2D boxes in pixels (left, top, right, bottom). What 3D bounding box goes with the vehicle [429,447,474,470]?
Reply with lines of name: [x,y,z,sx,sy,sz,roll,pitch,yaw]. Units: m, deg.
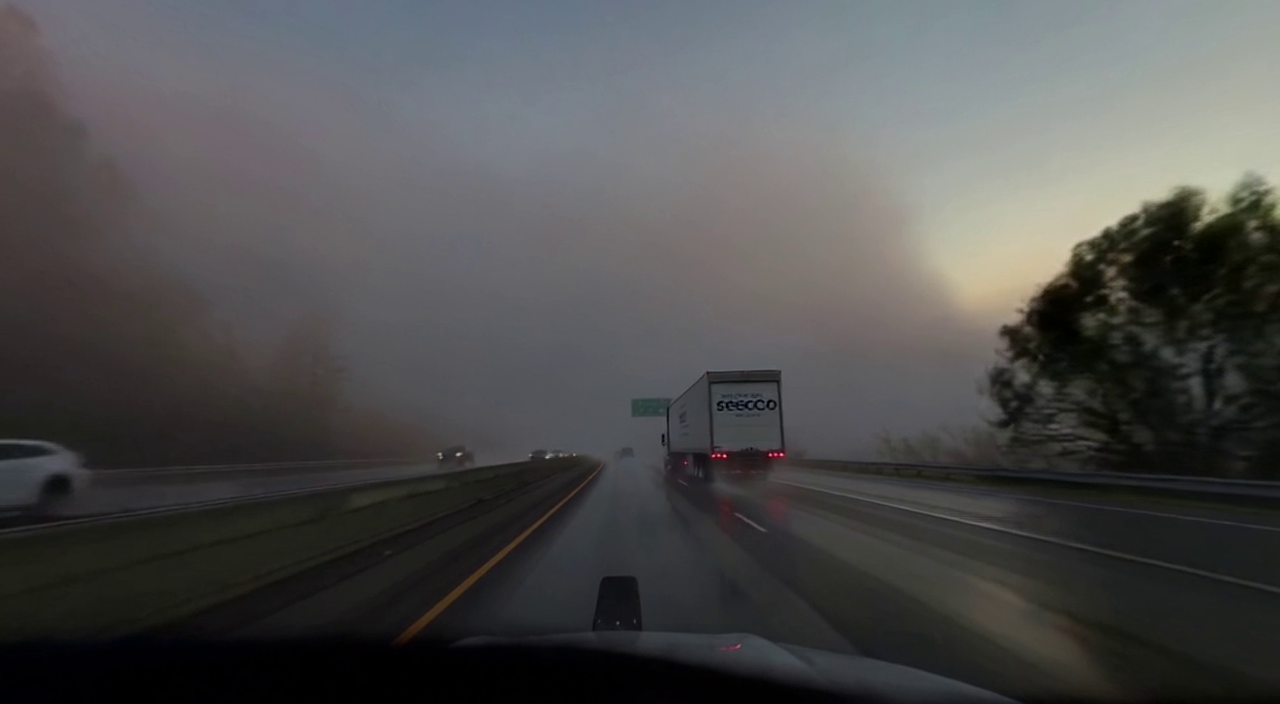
vehicle: [-14.179,8.020,47.514,1.981,1.654,4.727,-1,-9,0]

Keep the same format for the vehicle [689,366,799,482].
vehicle: [3.877,3.068,25.649,2.892,3.928,8.380,0,-9,-1]
